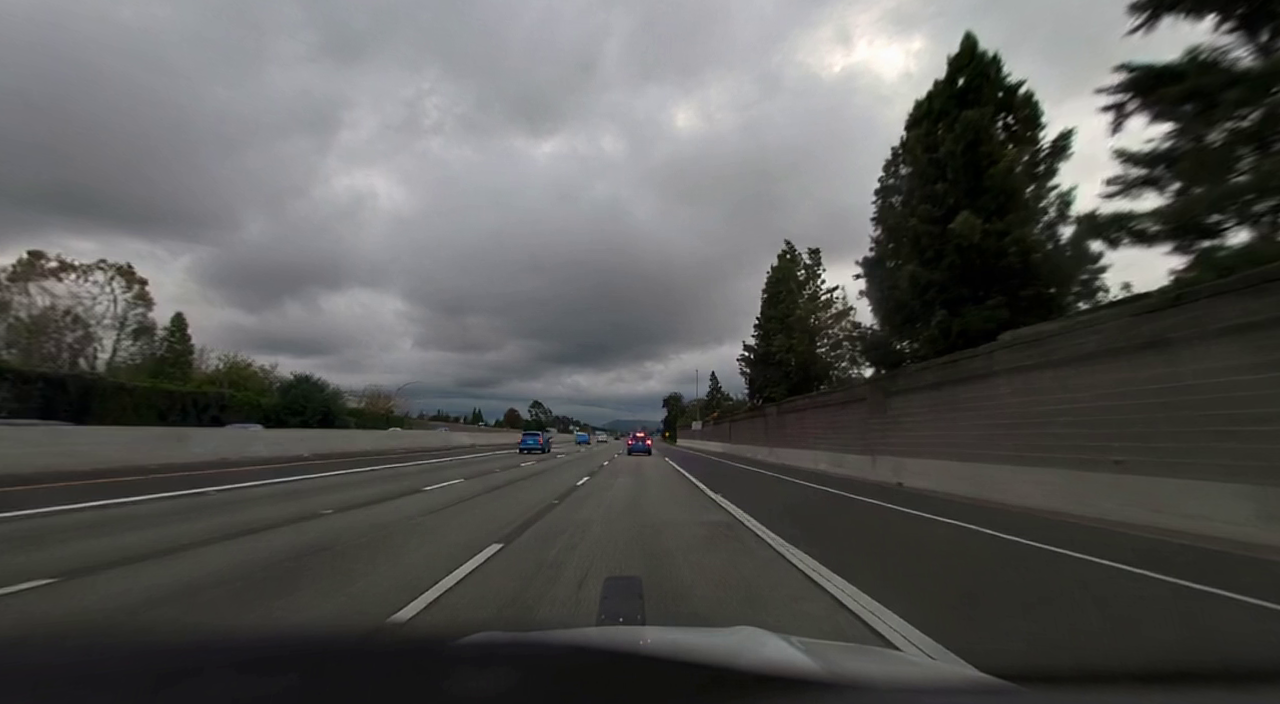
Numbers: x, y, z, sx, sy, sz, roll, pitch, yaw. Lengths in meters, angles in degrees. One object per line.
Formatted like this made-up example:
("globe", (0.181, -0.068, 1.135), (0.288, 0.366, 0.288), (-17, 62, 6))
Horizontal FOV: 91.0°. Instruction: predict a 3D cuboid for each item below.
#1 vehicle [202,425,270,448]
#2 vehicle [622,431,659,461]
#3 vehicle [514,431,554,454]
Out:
("vehicle", (-28.370, 5.976, 44.367), (1.930, 1.565, 4.282), (0, -8, 0))
("vehicle", (0.025, 5.812, 38.932), (2.141, 1.706, 4.065), (0, -8, 0))
("vehicle", (-7.490, 6.469, 44.868), (2.019, 1.523, 4.396), (0, -8, 1))
